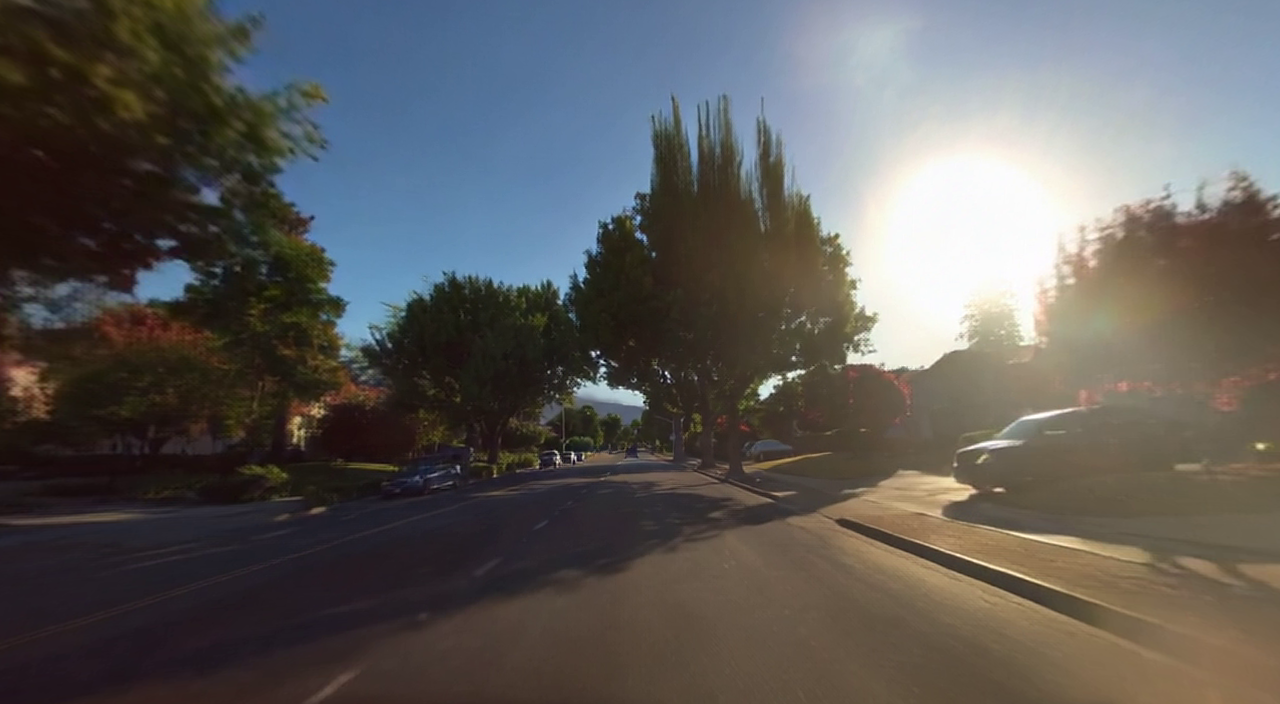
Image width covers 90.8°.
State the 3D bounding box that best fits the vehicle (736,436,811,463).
[{"bbox_3d":[8.925,6.565,42.545,4.535,1.697,1.968,0,-9,-1],"label":"vehicle"}]

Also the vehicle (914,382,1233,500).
[{"bbox_3d":[9.035,1.910,13.580,5.221,1.958,1.992,-4,-9,0],"label":"vehicle"}]

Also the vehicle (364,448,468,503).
[{"bbox_3d":[-7.581,4.216,21.901,1.973,1.500,4.781,-5,-9,-2],"label":"vehicle"}]
